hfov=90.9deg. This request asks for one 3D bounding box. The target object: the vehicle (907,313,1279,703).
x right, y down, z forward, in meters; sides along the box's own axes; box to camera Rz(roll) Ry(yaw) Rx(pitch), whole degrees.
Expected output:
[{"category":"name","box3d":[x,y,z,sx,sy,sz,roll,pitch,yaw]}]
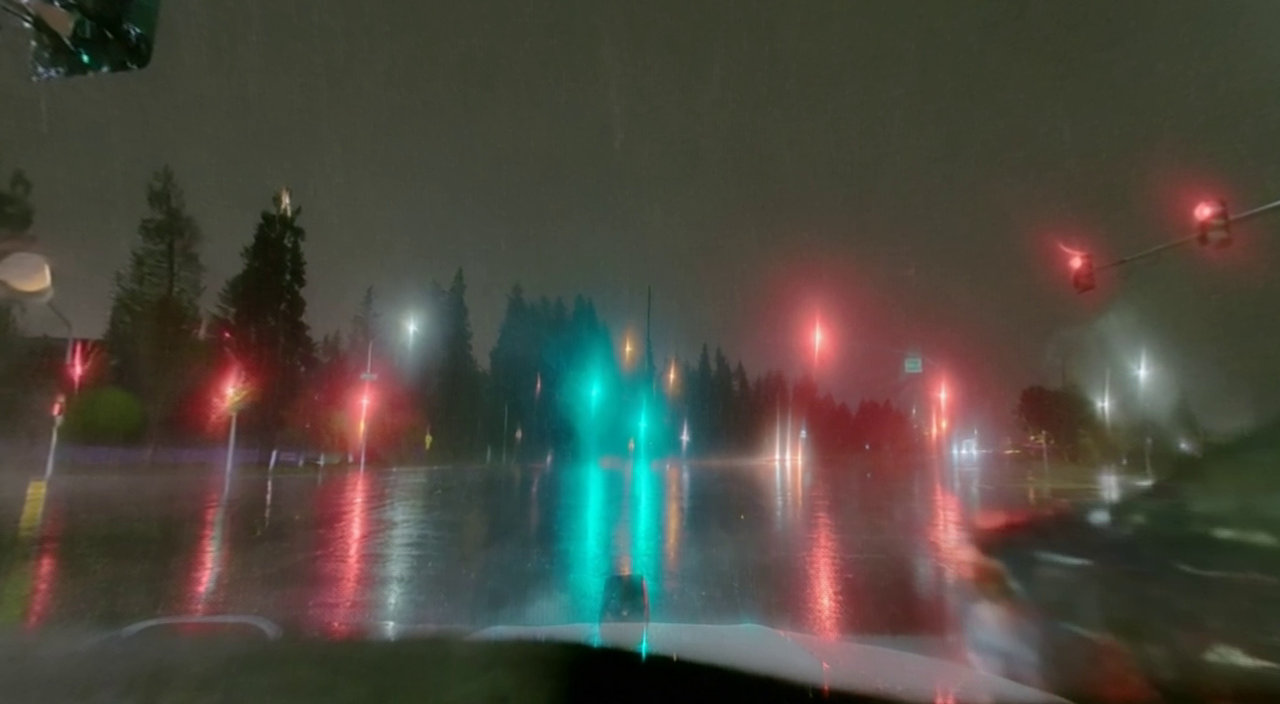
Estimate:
[{"category":"vehicle","box3d":[2.862,0.751,1.739,2.150,1.706,4.754,0,-8,0]}]
